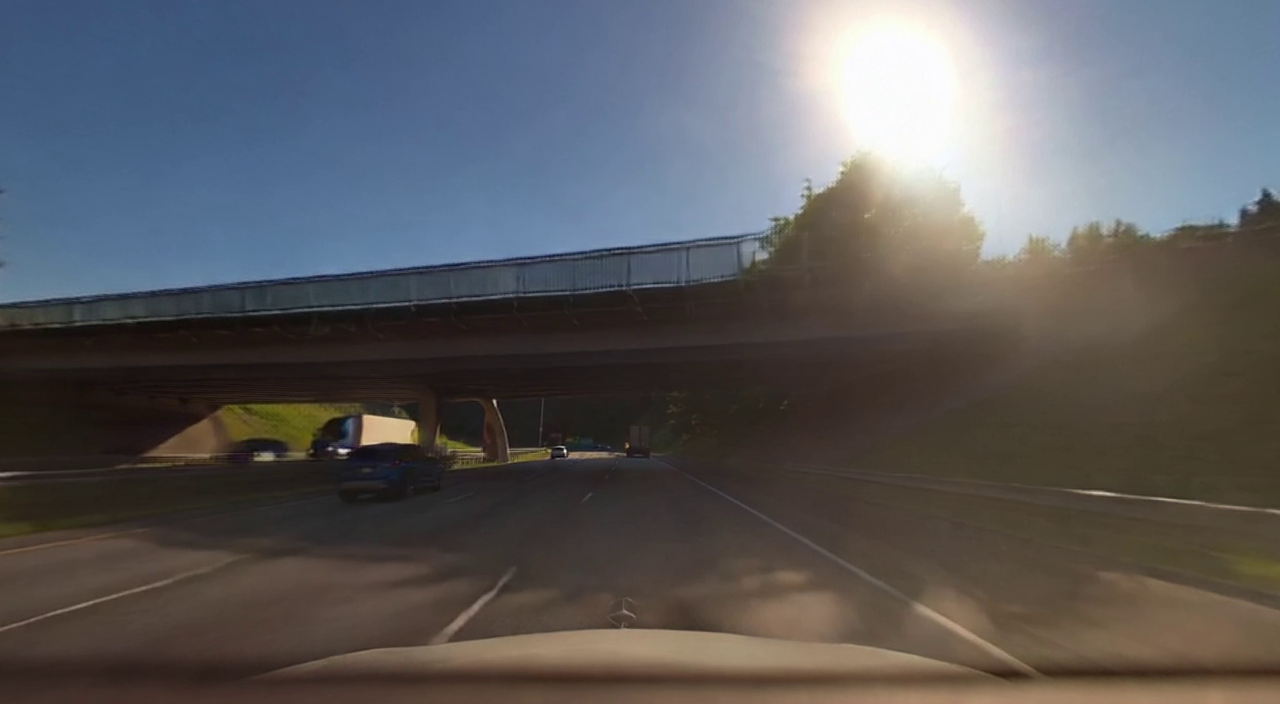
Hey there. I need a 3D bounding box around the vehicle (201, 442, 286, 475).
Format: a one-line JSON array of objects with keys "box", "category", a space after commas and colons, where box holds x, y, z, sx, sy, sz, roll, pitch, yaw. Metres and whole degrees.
[{"box": [-17.861, 4.793, 28.586, 1.653, 1.376, 3.364, 0, -9, 0], "category": "vehicle"}]

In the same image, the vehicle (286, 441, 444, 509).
[{"box": [-6.848, 3.089, 16.388, 2.038, 1.489, 4.603, 0, -9, 0], "category": "vehicle"}]
